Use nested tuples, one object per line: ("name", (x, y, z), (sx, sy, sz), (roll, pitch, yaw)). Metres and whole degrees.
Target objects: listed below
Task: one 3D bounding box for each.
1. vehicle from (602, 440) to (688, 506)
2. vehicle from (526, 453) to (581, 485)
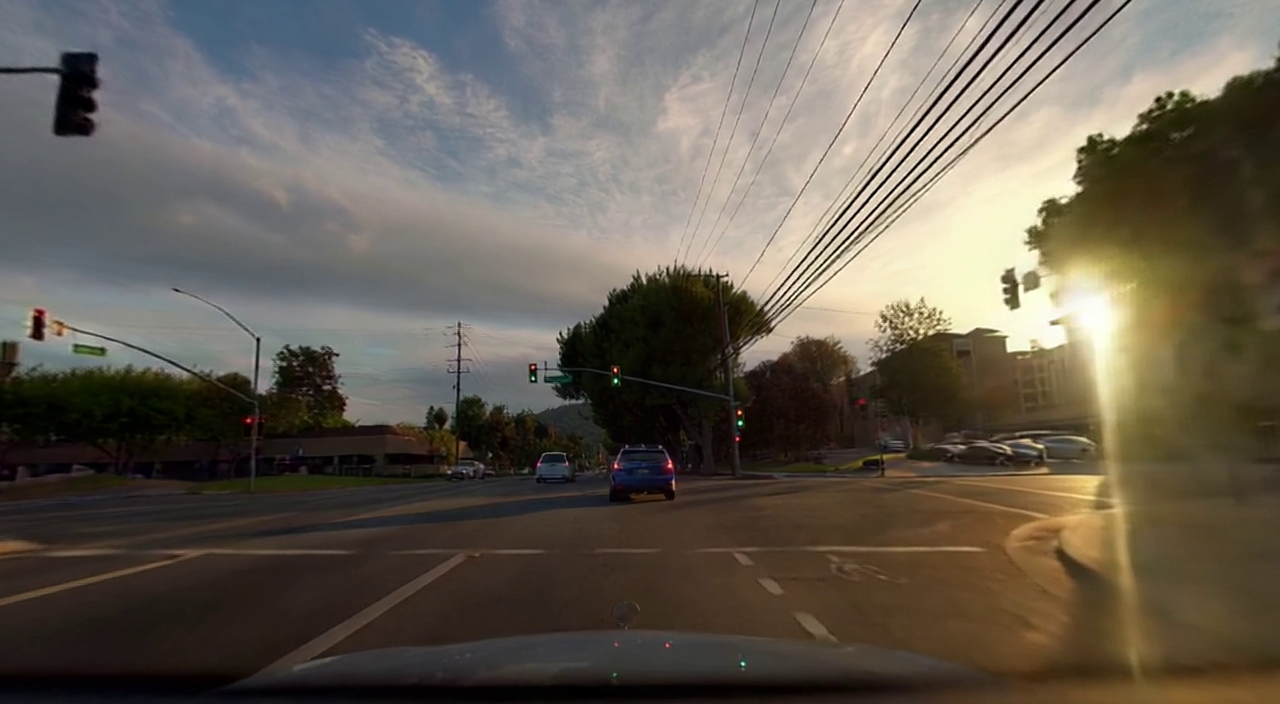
("vehicle", (0.093, 3.356, 17.971), (2.156, 1.636, 3.923), (0, -9, -1))
("vehicle", (-4.285, 5.872, 32.024), (2.153, 1.474, 4.284), (0, -9, 0))
